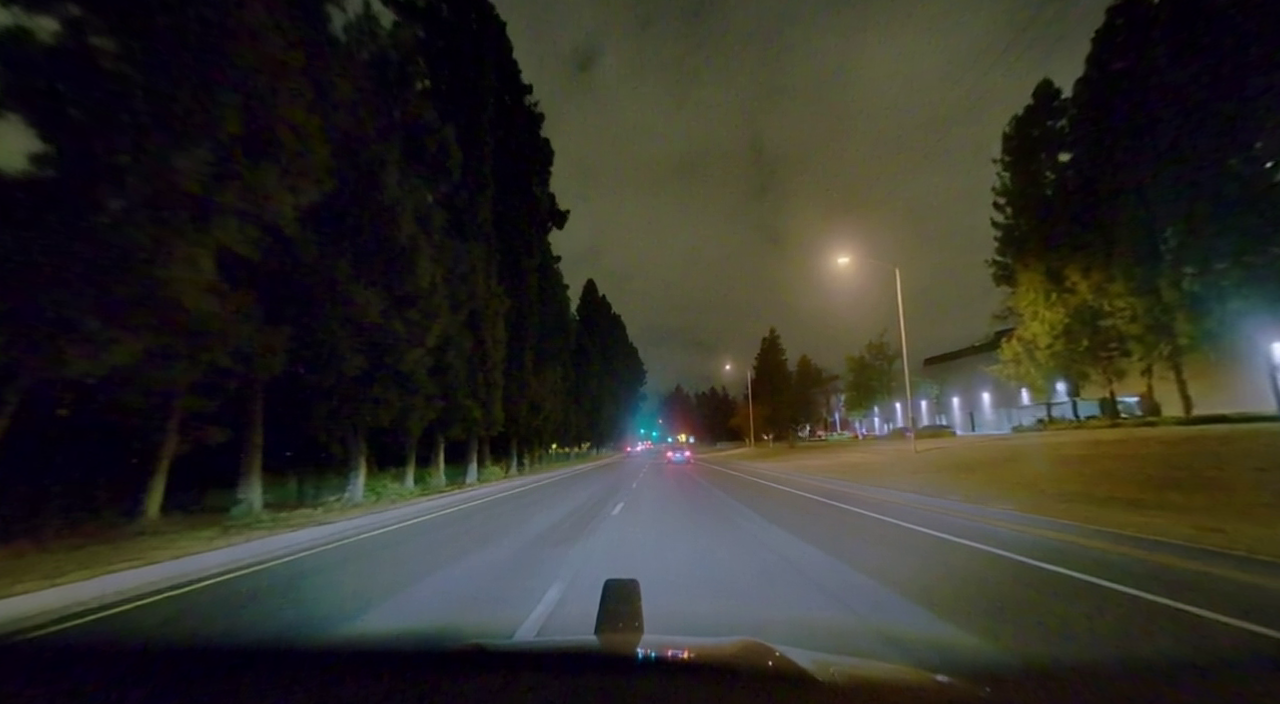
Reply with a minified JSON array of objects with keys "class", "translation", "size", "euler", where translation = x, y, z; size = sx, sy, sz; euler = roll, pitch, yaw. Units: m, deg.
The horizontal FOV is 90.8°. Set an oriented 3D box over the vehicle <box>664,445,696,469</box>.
[{"class":"vehicle","translation":[2.628,7.020,42.484],"size":[1.925,1.488,4.271],"euler":[0,-8,0]}]
